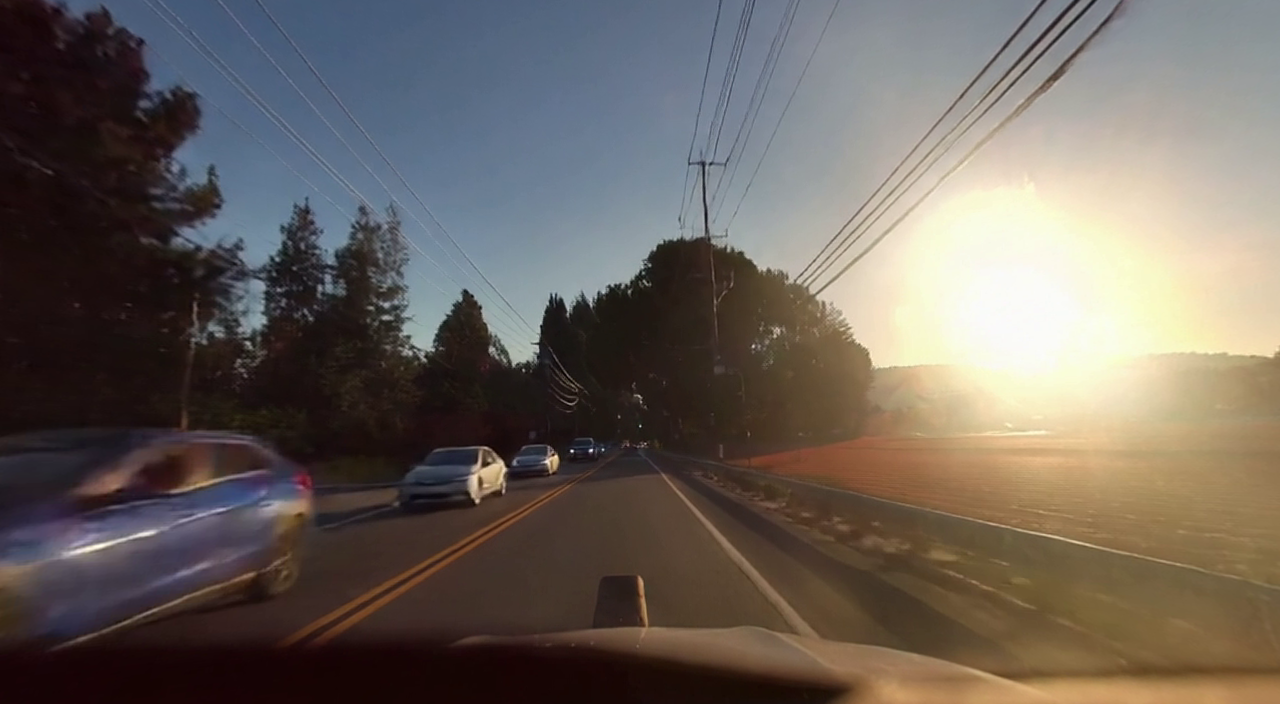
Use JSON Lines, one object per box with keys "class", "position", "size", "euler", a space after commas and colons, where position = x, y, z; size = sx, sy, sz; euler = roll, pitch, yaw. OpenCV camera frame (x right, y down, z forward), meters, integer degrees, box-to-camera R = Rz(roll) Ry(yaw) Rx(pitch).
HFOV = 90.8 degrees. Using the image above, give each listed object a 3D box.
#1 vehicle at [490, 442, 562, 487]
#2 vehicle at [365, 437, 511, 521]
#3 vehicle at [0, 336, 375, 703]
{"class": "vehicle", "position": [-4.738, 4.717, 27.007], "size": [2.224, 1.612, 4.927], "euler": [-3, -8, -1]}
{"class": "vehicle", "position": [-4.679, 2.960, 15.527], "size": [2.153, 1.630, 4.822], "euler": [-2, -8, -2]}
{"class": "vehicle", "position": [-4.151, 1.213, 4.963], "size": [2.261, 1.901, 4.549], "euler": [-3, -8, -1]}
